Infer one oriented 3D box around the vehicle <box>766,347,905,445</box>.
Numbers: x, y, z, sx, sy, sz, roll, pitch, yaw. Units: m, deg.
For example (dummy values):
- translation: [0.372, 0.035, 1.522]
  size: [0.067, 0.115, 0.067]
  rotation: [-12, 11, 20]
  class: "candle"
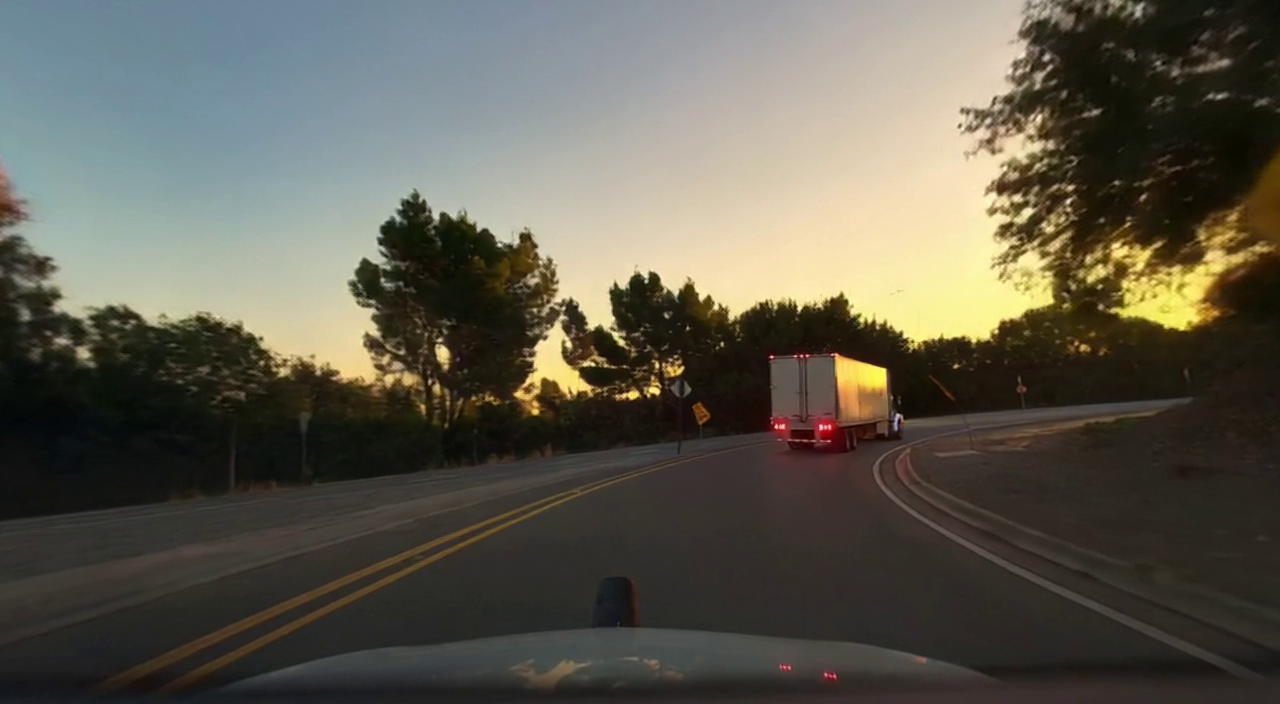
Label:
- translation: [9.366, 2.362, 28.967]
  size: [2.837, 3.712, 10.484]
  rotation: [-6, -10, 35]
  class: "vehicle"
